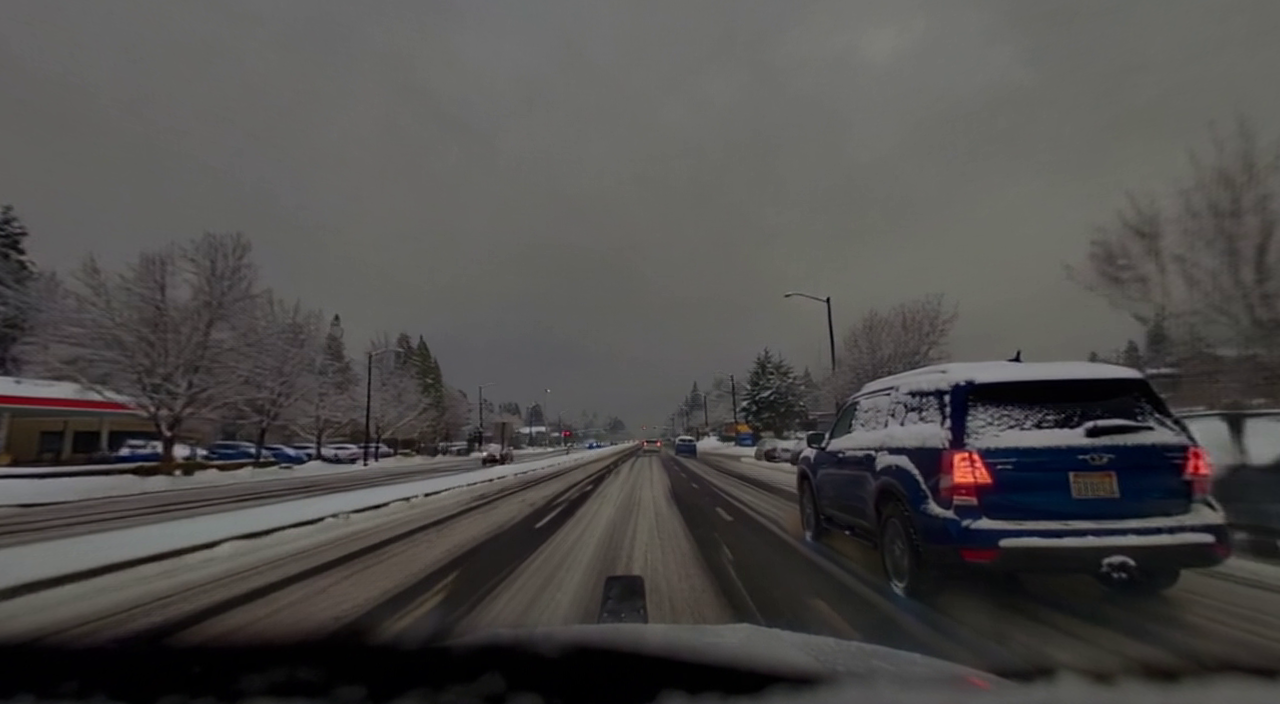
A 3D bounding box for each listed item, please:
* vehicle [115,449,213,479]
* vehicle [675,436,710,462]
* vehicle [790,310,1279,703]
[{"bbox_3d":[-25.937,6.074,34.273,3.765,1.559,1.915,0,-8,1],"label":"vehicle"},{"bbox_3d":[3.904,7.355,47.653,2.317,1.857,5.150,0,-8,1],"label":"vehicle"},{"bbox_3d":[2.960,1.113,5.341,2.246,1.963,4.777,0,-8,1],"label":"vehicle"}]
